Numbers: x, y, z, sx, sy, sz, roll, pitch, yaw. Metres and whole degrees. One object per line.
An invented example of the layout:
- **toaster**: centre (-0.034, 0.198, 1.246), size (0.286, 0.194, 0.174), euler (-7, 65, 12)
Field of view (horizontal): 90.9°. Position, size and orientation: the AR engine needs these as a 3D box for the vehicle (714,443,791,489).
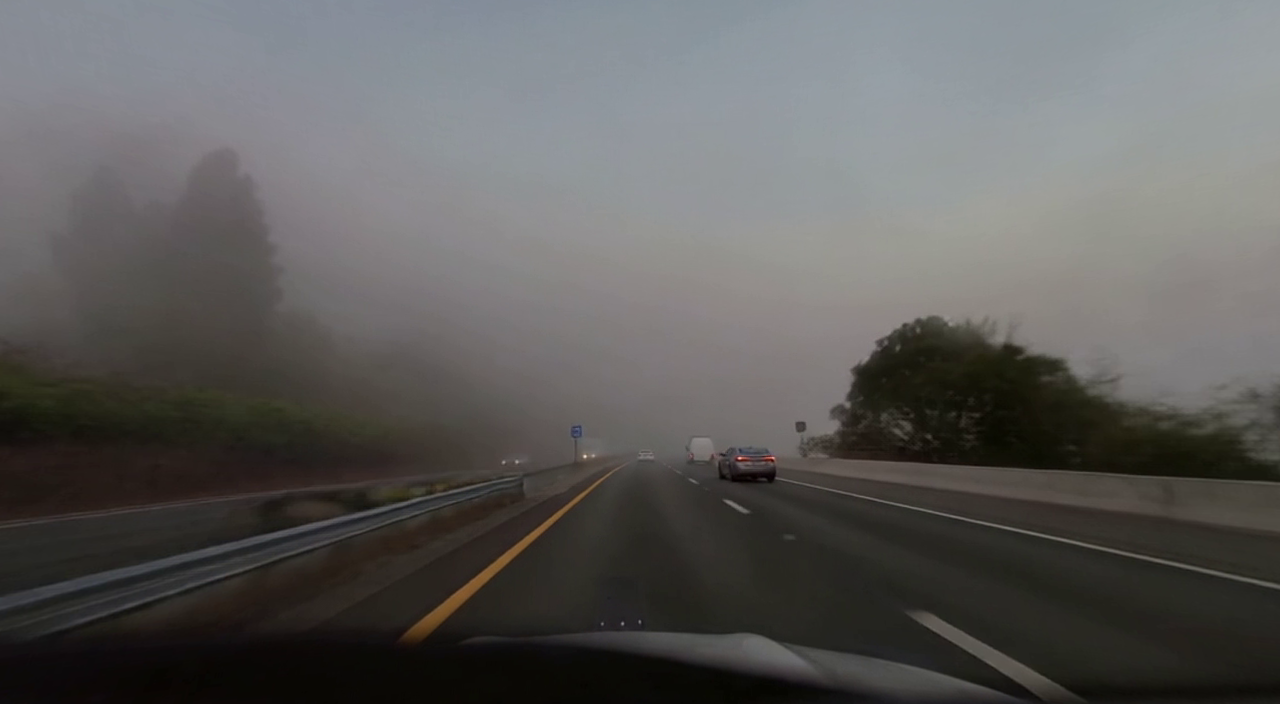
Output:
- **vehicle**: centre (4.010, 4.135, 23.162), size (2.043, 1.542, 3.881), euler (0, -9, -1)
